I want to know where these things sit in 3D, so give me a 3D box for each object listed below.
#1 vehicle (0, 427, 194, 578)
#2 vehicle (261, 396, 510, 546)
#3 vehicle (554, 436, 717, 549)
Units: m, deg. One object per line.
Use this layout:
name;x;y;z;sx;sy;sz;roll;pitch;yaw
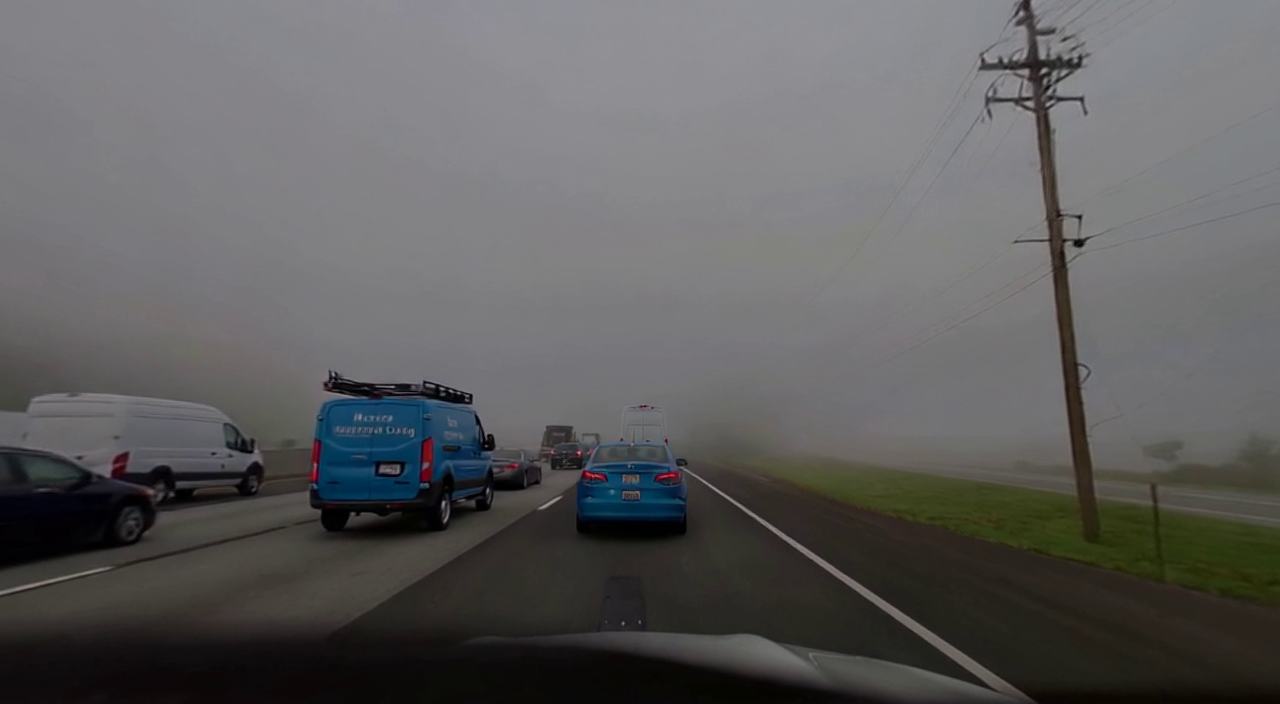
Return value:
vehicle;-7.406;1.565;6.660;1.933;1.506;4.504;0;-8;1
vehicle;-3.812;1.890;10.556;2.142;1.952;4.556;0;-8;2
vehicle;-0.051;2.087;10.056;2.054;1.421;4.090;0;-8;0
